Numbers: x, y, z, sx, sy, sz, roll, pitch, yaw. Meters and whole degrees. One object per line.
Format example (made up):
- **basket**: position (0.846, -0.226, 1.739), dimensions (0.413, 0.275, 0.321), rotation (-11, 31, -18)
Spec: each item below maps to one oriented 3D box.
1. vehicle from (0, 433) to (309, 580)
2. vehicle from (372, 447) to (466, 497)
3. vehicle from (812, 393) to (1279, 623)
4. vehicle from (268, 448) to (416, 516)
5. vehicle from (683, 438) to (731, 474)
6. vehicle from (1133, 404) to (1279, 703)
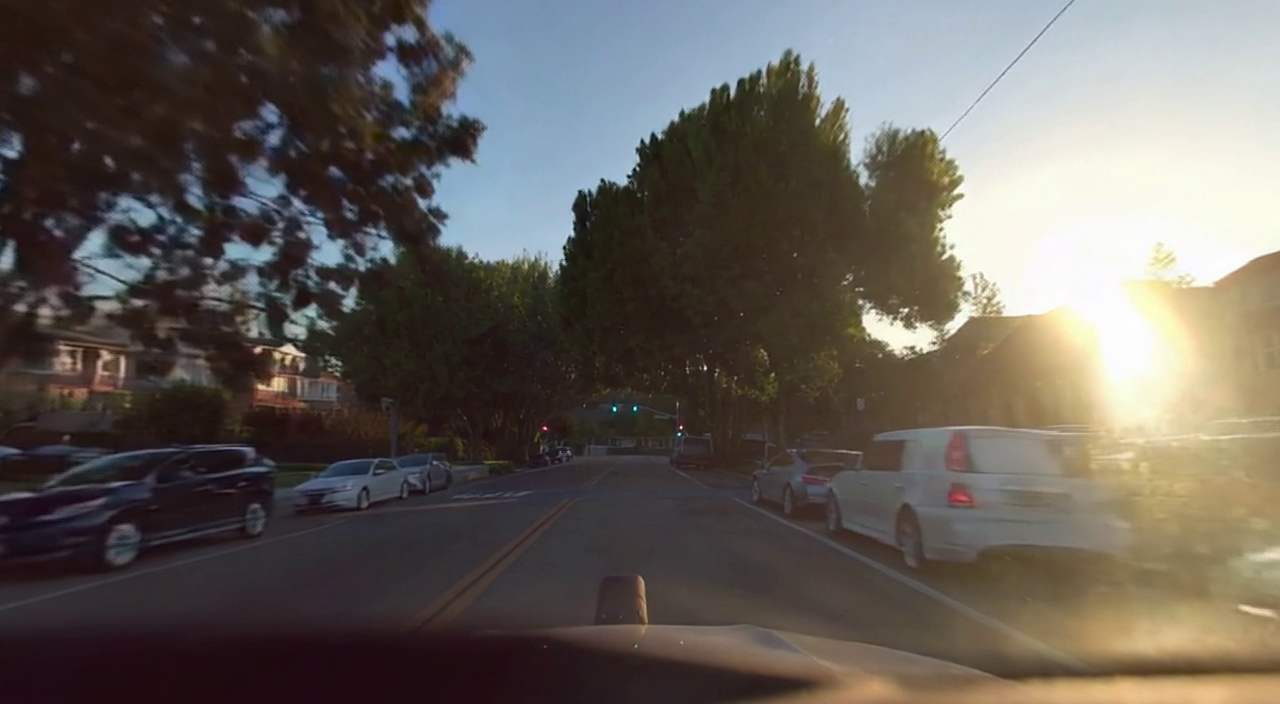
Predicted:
- **vehicle**: position (-7.471, 2.199, 10.050), dimensions (2.091, 1.724, 4.536), rotation (-1, -7, -2)
- **vehicle**: position (-7.750, 4.218, 22.596), dimensions (1.965, 1.501, 3.892), rotation (-1, -7, 0)
- **vehicle**: position (3.936, 1.600, 7.612), dimensions (2.148, 1.777, 5.196), rotation (0, -8, -1)
- **vehicle**: position (-7.721, 3.350, 16.915), dimensions (2.013, 1.550, 4.290), rotation (0, -8, -2)
- **vehicle**: position (3.682, 5.829, 35.604), dimensions (2.034, 1.906, 4.653), rotation (0, -8, -2)
- **vehicle**: position (3.841, 0.814, 1.445), dimensions (1.914, 1.552, 4.321), rotation (0, -8, 0)
